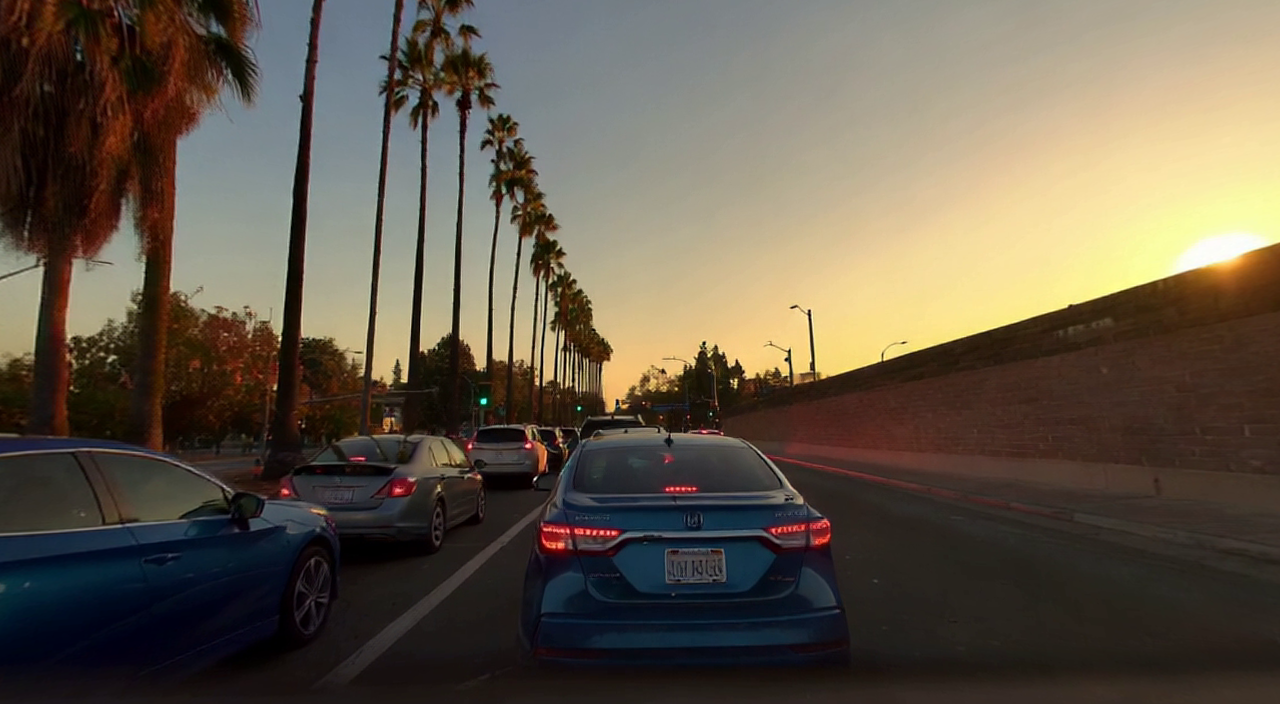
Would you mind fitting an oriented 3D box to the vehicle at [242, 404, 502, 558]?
[{"bbox_3d":[-3.515,1.775,9.288,2.055,1.746,4.136,0,-8,-1],"label":"vehicle"}]

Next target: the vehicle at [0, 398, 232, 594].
[{"bbox_3d":[-6.666,1.400,6.393,1.963,1.721,4.662,0,-8,-2],"label":"vehicle"}]

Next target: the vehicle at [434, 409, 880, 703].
[{"bbox_3d":[0.043,1.334,5.203,2.128,1.473,4.272,0,-8,-1],"label":"vehicle"}]
